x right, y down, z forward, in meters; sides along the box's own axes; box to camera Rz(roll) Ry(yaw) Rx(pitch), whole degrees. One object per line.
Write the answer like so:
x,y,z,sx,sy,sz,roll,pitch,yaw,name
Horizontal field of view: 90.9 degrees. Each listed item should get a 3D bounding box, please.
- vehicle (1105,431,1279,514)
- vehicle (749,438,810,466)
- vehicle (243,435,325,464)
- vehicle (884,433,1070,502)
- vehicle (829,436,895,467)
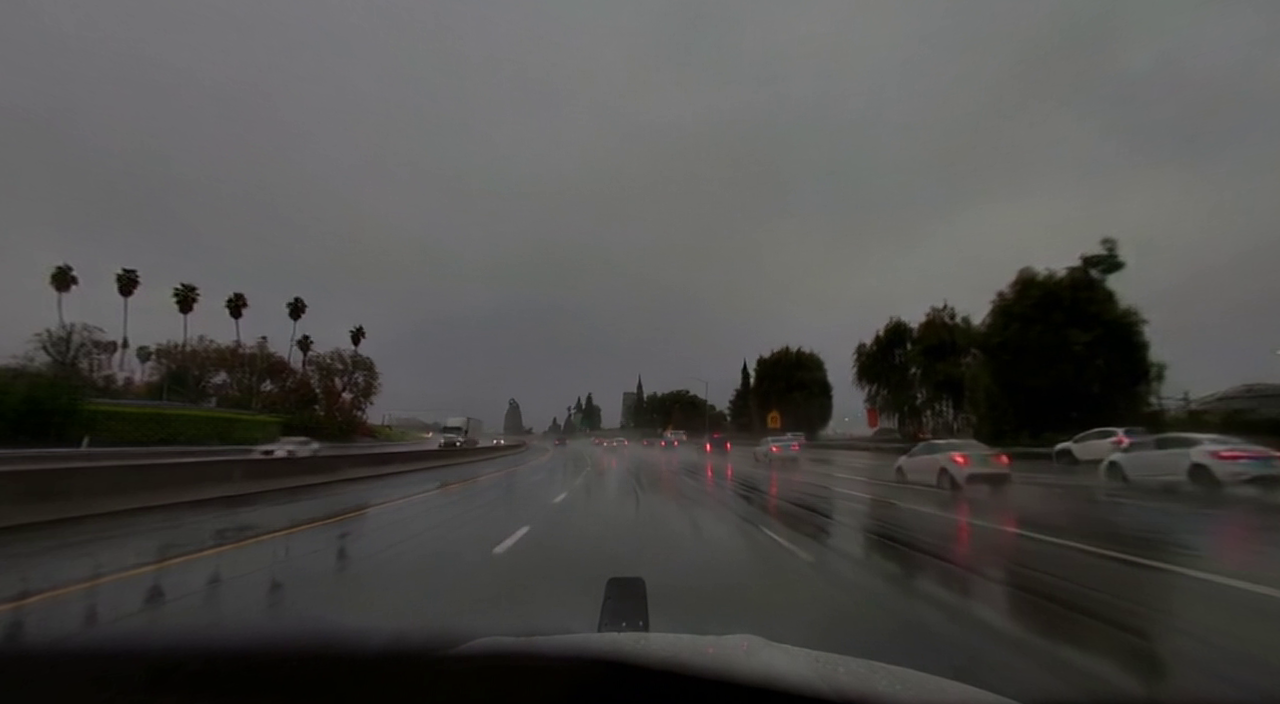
13.146,2.608,14.164,1.903,1.571,4.455,0,-8,-1,vehicle
7.718,5.575,35.334,2.080,1.457,4.404,0,-8,-5,vehicle
-19.539,5.382,34.846,1.911,1.468,4.695,0,-8,-2,vehicle
8.326,2.876,16.212,2.092,1.478,4.647,0,-8,-2,vehicle
12.185,5.468,34.856,1.864,1.574,4.059,0,-8,-5,vehicle
